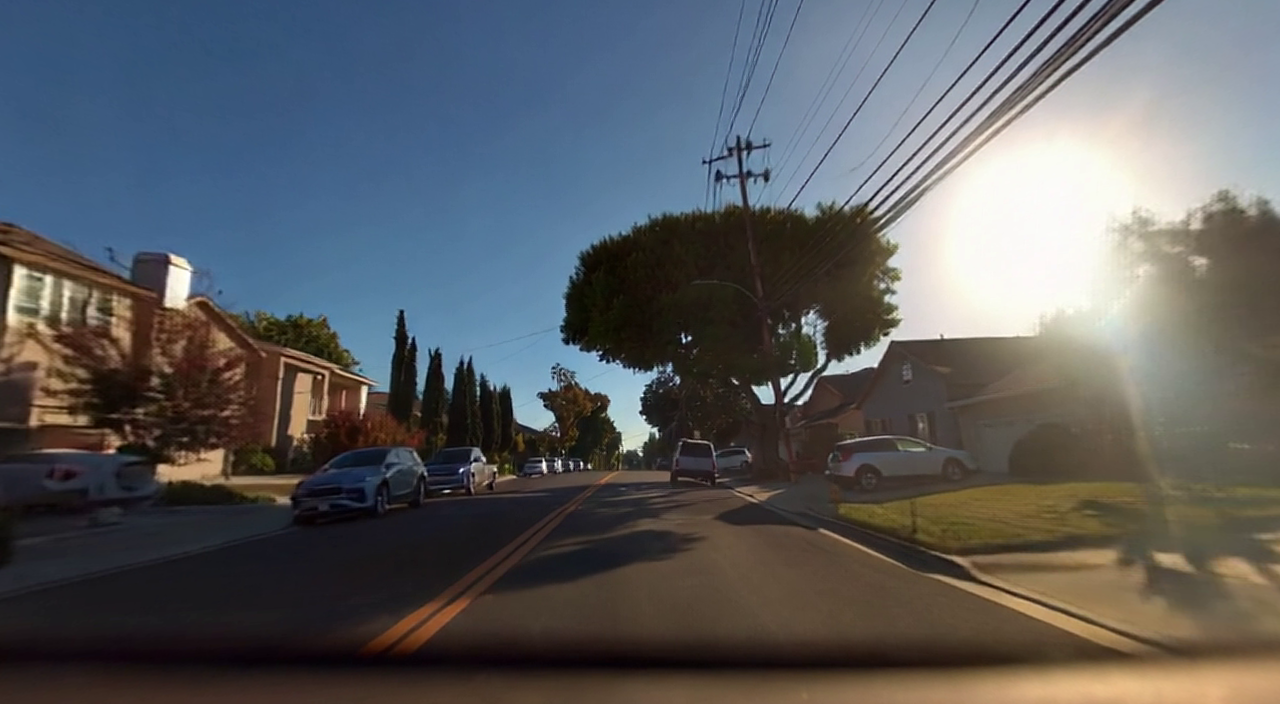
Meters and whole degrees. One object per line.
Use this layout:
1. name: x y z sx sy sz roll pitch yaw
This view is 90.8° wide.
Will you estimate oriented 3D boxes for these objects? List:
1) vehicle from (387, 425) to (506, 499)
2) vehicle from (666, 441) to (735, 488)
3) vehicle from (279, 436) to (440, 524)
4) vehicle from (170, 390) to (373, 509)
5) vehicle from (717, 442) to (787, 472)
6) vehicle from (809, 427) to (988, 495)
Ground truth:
1. vehicle: -6.712 4.079 22.844 2.269 2.229 6.042 -2 -12 1
2. vehicle: 2.645 5.090 28.976 2.203 1.952 5.111 1 -9 -5
3. vehicle: -6.754 3.235 15.880 2.046 1.777 4.473 -2 -12 -1
4. vehicle: -11.769 3.266 21.351 2.781 3.221 7.995 1 -9 -7
5. vehicle: 7.824 7.414 44.473 4.421 1.836 1.956 -2 -13 -1
6. vehicle: 7.846 3.410 19.512 4.489 1.812 2.056 -1 -14 -5
